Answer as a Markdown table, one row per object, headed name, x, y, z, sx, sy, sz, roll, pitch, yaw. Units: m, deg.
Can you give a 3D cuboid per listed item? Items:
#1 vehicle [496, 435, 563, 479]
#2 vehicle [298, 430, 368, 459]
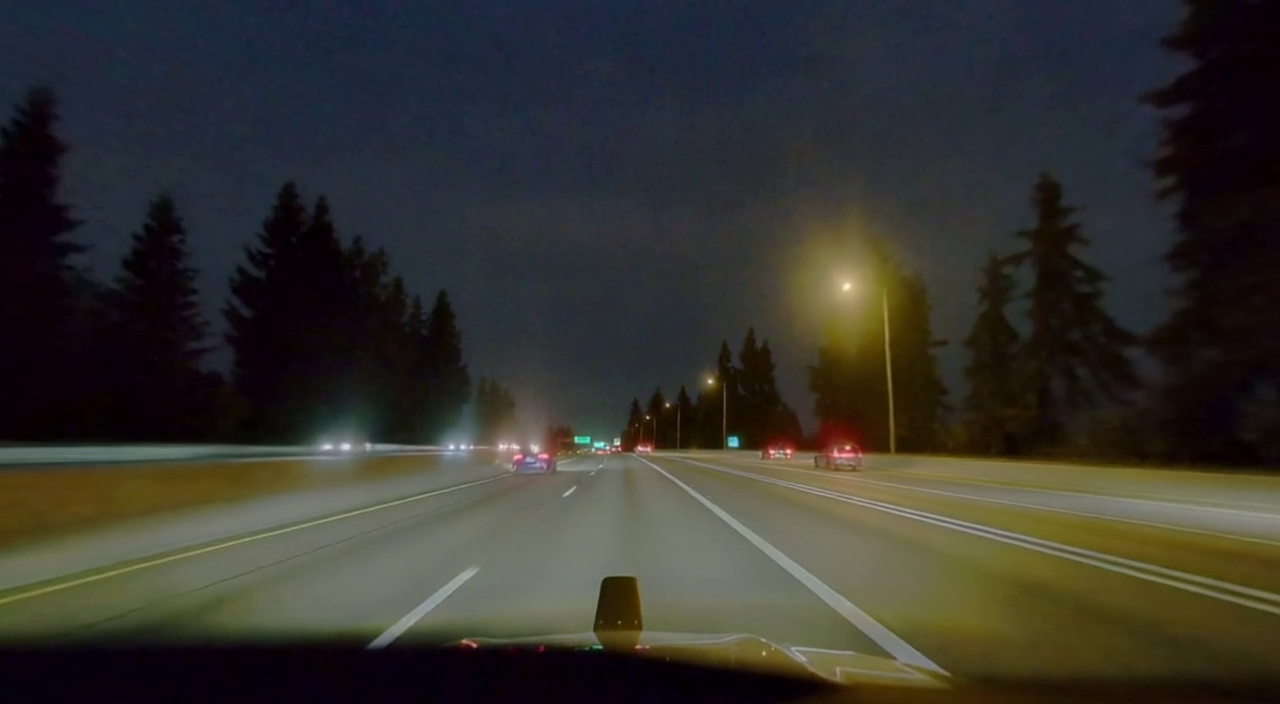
| name | x | y | z | sx | sy | sz | roll | pitch | yaw |
| --- | --- | --- | --- | --- | --- | --- | --- | --- | --- |
| vehicle | -4.438 | 4.271 | 25.721 | 2.071 | 1.615 | 3.868 | 0 | -9 | -1 |
| vehicle | -17.444 | 5.286 | 35.841 | 1.846 | 1.533 | 4.317 | 0 | -9 | -1 |
